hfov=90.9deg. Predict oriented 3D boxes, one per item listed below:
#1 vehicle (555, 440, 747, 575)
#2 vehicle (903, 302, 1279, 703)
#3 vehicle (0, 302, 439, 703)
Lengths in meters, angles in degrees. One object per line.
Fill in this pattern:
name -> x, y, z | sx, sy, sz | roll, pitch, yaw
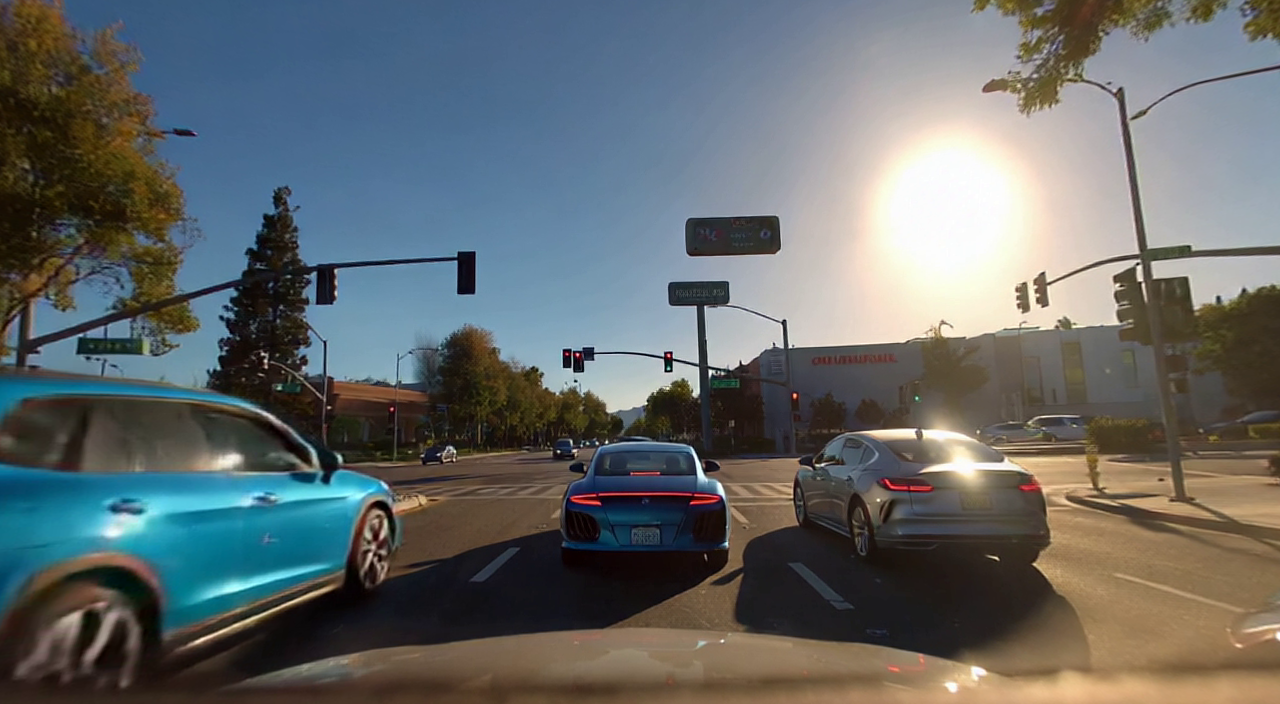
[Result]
vehicle -> 0.121, 1.872, 8.388 | 1.945, 1.343, 3.827 | 0, -8, 0
vehicle -> 3.101, 0.807, 2.524 | 2.143, 1.759, 4.531 | 0, -8, 0
vehicle -> -3.262, 1.042, 4.367 | 2.061, 1.781, 4.842 | 0, -8, 1
